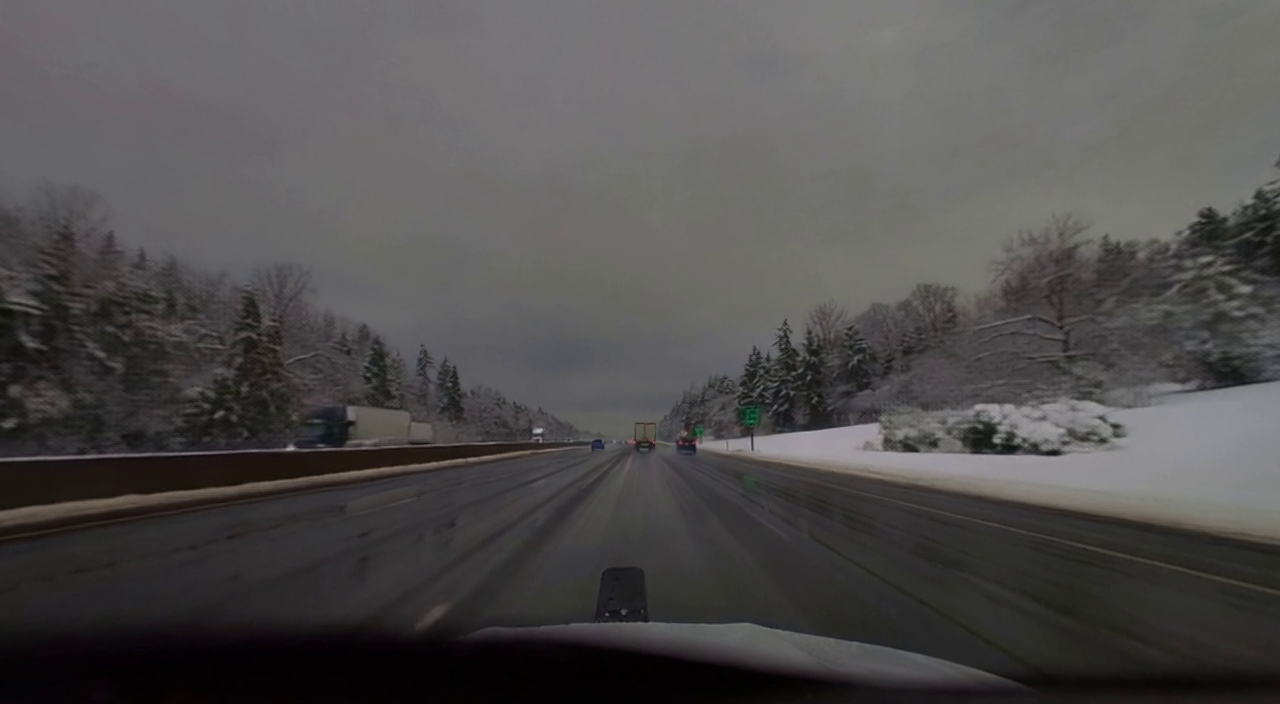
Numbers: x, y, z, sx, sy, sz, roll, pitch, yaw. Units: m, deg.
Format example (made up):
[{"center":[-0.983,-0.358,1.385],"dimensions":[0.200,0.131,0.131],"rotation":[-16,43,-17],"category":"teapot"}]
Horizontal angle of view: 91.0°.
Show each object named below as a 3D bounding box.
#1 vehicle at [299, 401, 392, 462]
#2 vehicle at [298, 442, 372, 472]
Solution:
[{"center":[-19.449,5.363,42.072],"dimensions":[2.981,3.720,6.191],"rotation":[0,-8,2],"category":"vehicle"},{"center":[-15.417,5.308,32.048],"dimensions":[1.717,1.410,4.033],"rotation":[0,-8,0],"category":"vehicle"}]
